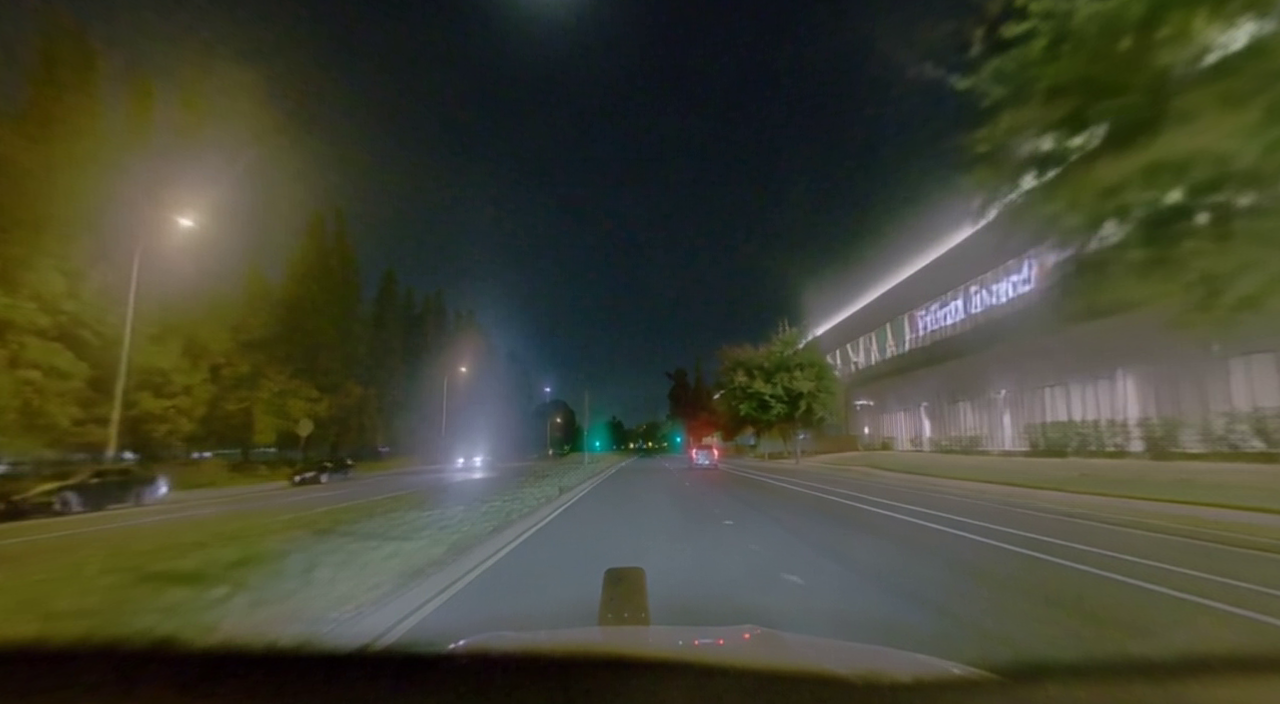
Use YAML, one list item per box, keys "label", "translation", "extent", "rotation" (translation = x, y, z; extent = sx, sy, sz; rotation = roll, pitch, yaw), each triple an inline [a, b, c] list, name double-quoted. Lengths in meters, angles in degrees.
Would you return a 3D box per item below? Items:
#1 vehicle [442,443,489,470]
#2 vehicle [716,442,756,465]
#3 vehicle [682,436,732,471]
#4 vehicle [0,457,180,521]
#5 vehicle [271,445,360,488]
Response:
- label: "vehicle"
  translation: [-12.141, 7.276, 44.085]
  extent: [1.951, 1.760, 4.410]
  rotation: [0, -8, 1]
- label: "vehicle"
  translation: [6.613, 7.076, 43.957]
  extent: [2.100, 1.491, 4.563]
  rotation: [0, -8, 0]
- label: "vehicle"
  translation: [3.525, 5.432, 33.926]
  extent: [2.143, 1.759, 4.378]
  rotation: [0, -8, -1]
- label: "vehicle"
  translation: [-16.590, 3.979, 18.856]
  extent: [2.009, 1.540, 4.849]
  rotation: [0, -8, 0]
- label: "vehicle"
  translation: [-16.534, 5.827, 32.437]
  extent: [2.070, 1.892, 4.708]
  rotation: [-2, -8, 0]
